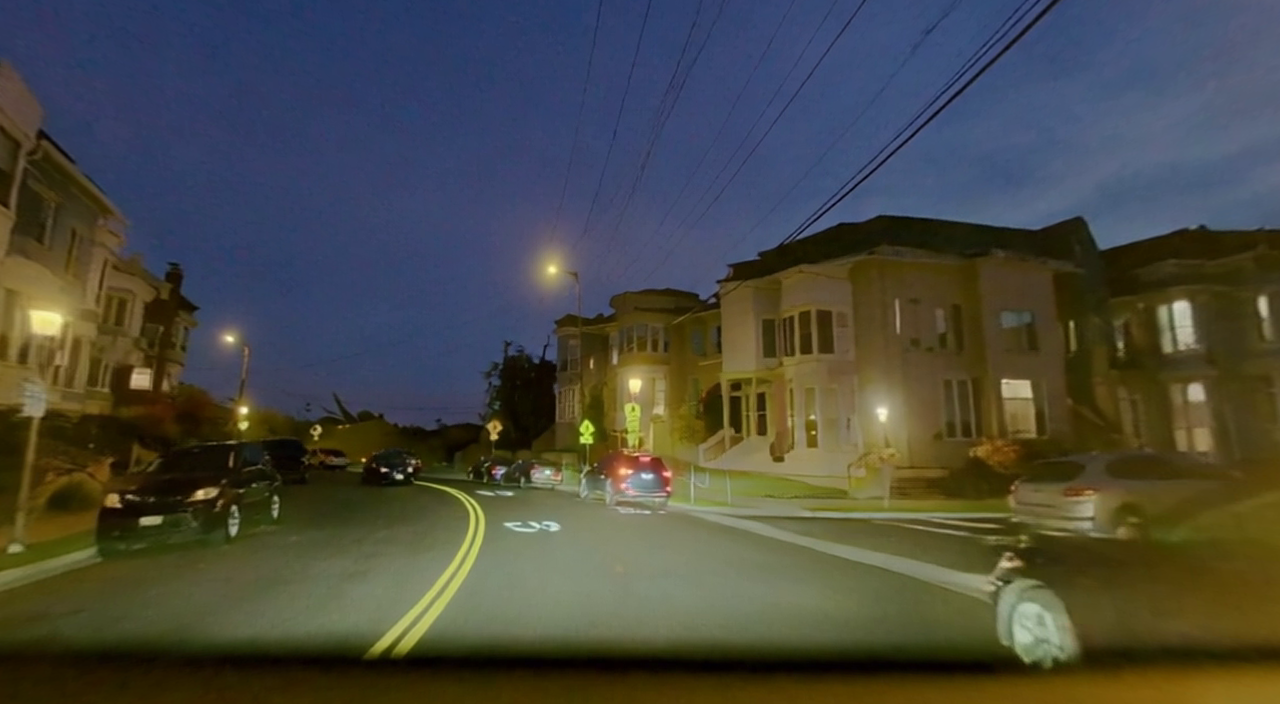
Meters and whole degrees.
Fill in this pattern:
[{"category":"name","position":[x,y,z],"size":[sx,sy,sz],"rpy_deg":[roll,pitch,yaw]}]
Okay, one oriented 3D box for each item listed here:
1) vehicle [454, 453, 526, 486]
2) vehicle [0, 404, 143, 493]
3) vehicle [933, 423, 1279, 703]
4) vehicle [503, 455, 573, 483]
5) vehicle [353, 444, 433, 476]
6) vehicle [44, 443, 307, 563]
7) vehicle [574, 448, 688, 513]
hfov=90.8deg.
[{"category":"vehicle","position":[-8.020,6.192,33.522],"size":[1.923,1.531,4.568],"rpy_deg":[8,-12,-37]},{"category":"vehicle","position":[-15.556,2.236,14.613],"size":[5.822,1.956,2.355],"rpy_deg":[4,-9,-24]},{"category":"vehicle","position":[3.191,0.978,2.094],"size":[2.078,1.484,4.589],"rpy_deg":[0,-9,-2]},{"category":"vehicle","position":[-6.592,7.587,41.153],"size":[2.023,1.586,4.163],"rpy_deg":[-9,-11,42]},{"category":"vehicle","position":[-17.077,7.445,43.544],"size":[5.504,1.869,2.449],"rpy_deg":[-7,-17,38]},{"category":"vehicle","position":[-7.903,2.514,11.457],"size":[2.023,1.674,4.556],"rpy_deg":[1,-9,-12]},{"category":"vehicle","position":[-0.428,3.771,19.129],"size":[1.994,1.682,4.750],"rpy_deg":[4,-9,-19]}]
